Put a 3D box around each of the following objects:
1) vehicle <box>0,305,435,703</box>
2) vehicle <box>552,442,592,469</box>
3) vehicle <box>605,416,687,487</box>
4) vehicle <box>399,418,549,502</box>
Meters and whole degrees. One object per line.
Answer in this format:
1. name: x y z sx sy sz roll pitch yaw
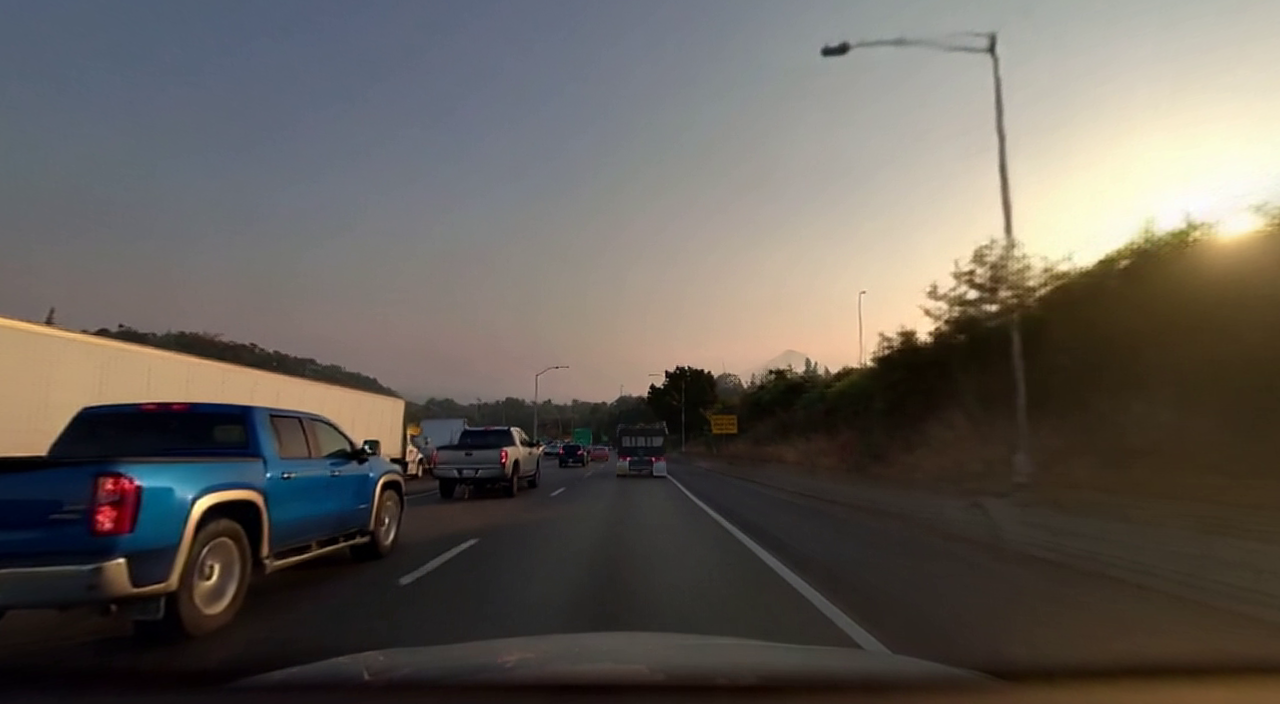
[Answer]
1. vehicle: -3.563 1.100 4.749 2.303 1.835 5.044 0 -8 1
2. vehicle: -4.854 7.469 45.879 2.329 1.859 4.823 0 -8 0
3. vehicle: 0.071 4.058 26.084 2.886 2.471 7.692 0 -8 -2
4. vehicle: -4.345 2.982 17.842 2.575 1.958 5.730 0 -8 1
